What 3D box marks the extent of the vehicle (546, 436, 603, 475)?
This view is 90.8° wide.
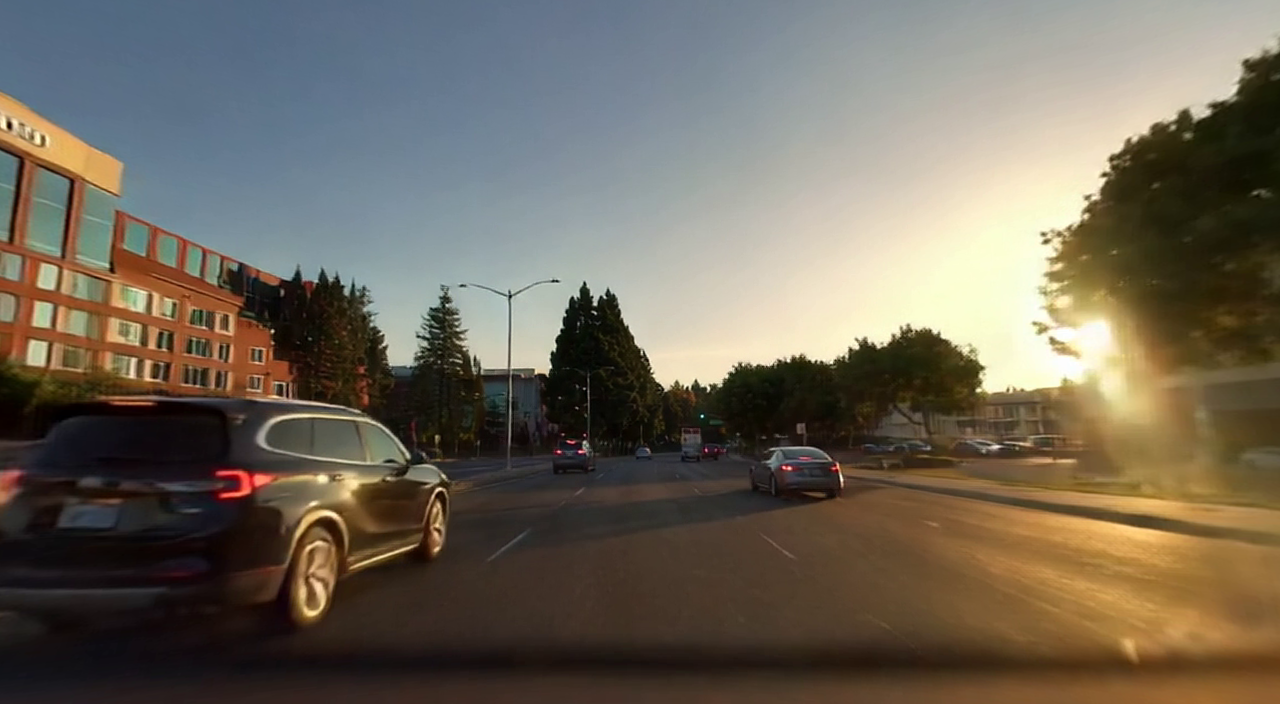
[{"bbox_3d":[-3.294,5.340,32.758,2.305,1.833,4.912,0,-8,1],"label":"vehicle"}]

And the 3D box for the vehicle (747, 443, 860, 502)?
[{"bbox_3d":[4.519,3.375,18.249,1.960,1.471,4.378,0,-8,-2],"label":"vehicle"}]

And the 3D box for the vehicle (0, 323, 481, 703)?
[{"bbox_3d":[-3.305,1.187,5.501,2.450,1.866,5.416,0,-8,0],"label":"vehicle"}]
